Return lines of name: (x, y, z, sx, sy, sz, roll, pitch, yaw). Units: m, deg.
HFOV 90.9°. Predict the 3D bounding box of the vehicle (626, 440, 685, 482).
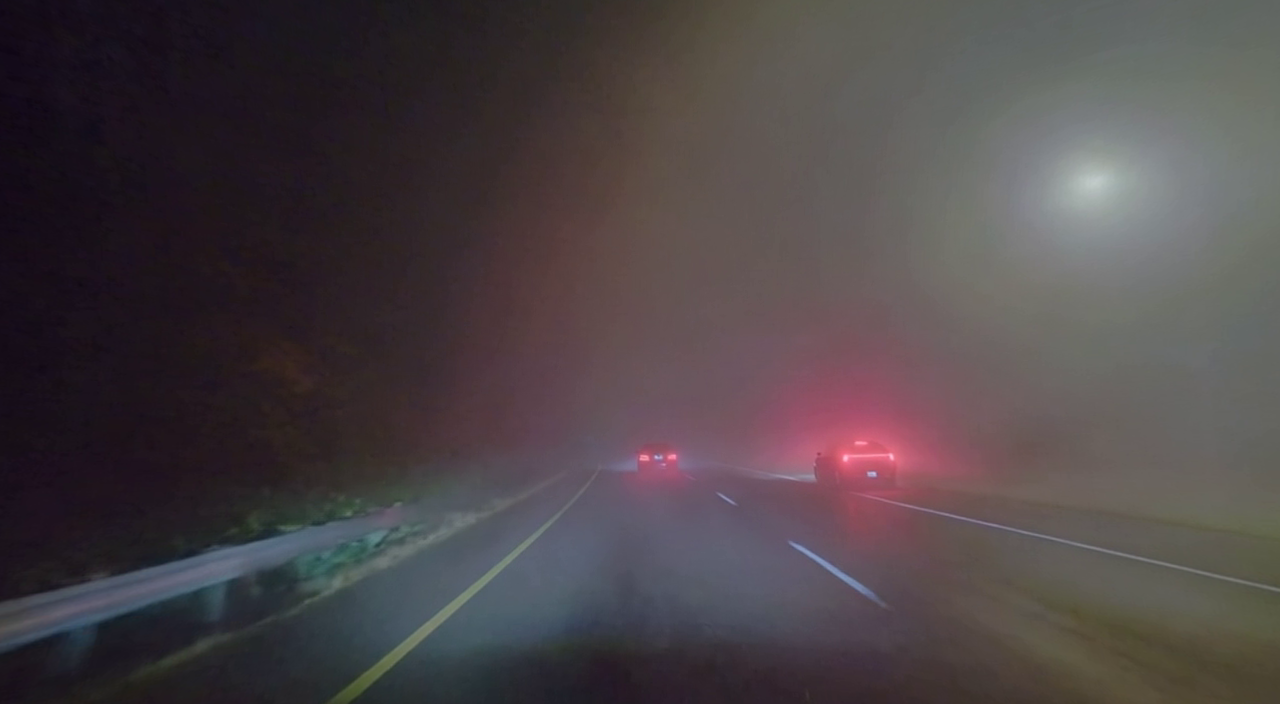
vehicle: (0.508, 4.237, 24.793, 2.029, 1.474, 4.183, 0, -9, -2)
